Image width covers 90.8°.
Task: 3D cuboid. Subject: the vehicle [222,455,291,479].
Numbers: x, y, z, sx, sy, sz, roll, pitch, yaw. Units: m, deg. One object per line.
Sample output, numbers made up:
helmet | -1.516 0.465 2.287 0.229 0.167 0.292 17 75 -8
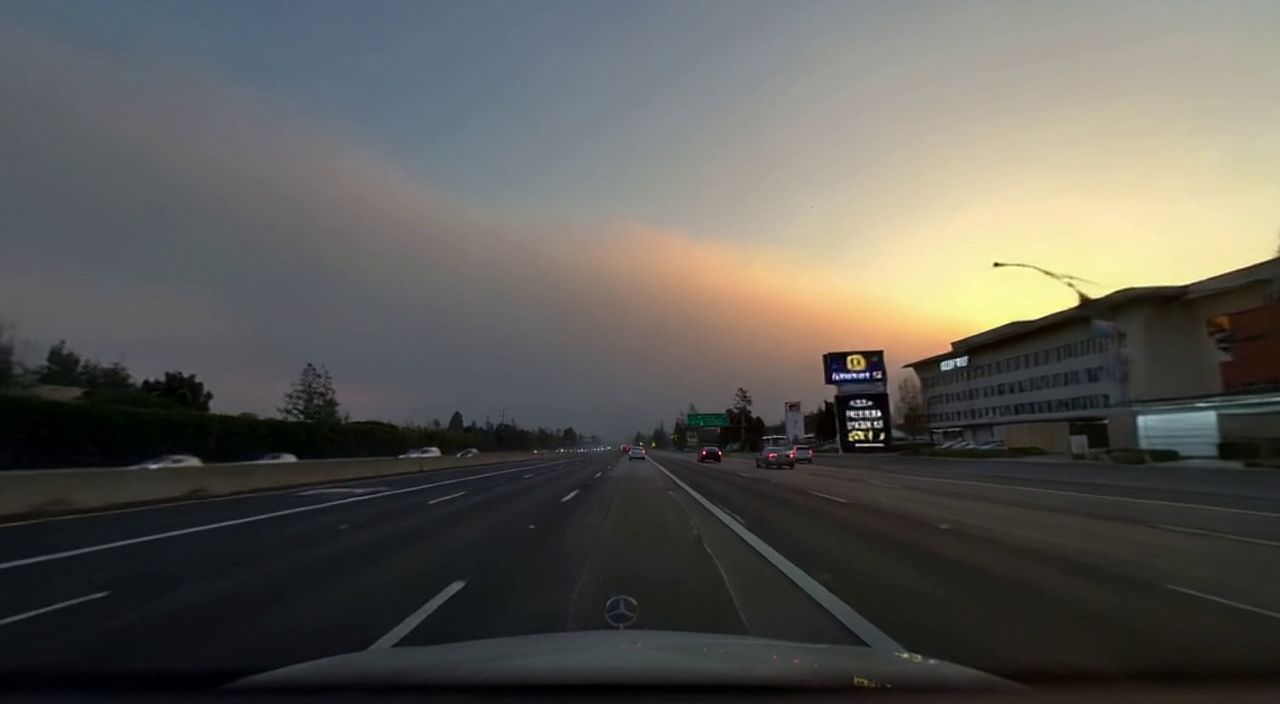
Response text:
vehicle | -26.736 7.983 44.237 2.108 1.518 4.388 0 -9 0

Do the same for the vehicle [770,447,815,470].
vehicle | 10.436 7.286 43.532 1.953 1.473 4.512 0 -9 -1

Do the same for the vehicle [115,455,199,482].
vehicle | -31.086 7.488 40.856 1.897 1.630 4.428 0 -9 0
